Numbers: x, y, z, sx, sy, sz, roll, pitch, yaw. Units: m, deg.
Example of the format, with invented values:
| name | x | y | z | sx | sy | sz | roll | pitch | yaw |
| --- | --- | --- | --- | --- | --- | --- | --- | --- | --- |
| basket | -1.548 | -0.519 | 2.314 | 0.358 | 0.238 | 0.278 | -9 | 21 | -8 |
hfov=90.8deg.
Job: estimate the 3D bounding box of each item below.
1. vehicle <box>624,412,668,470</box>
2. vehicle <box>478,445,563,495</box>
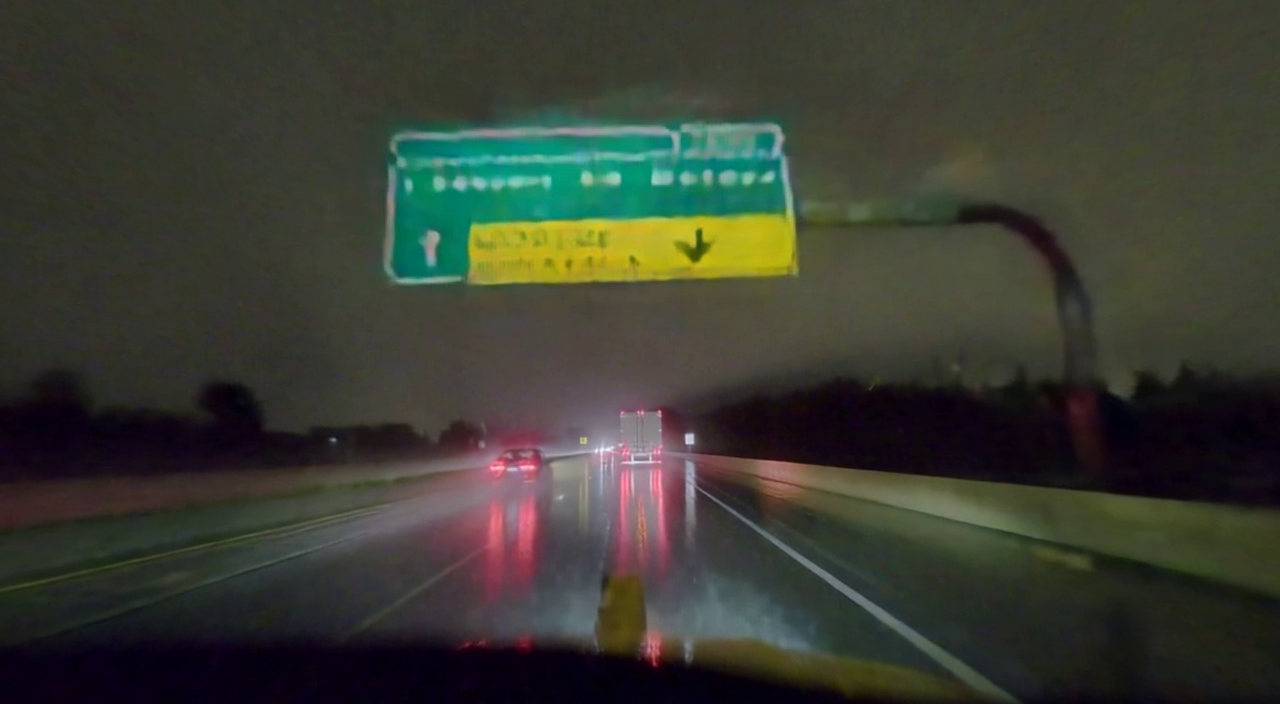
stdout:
| name | x | y | z | sx | sy | sz | roll | pitch | yaw |
| --- | --- | --- | --- | --- | --- | --- | --- | --- | --- |
| vehicle | 0.266 | 6.560 | 46.099 | 2.864 | 3.805 | 9.500 | 0 | -9 | -1 |
| vehicle | -4.029 | 4.052 | 22.062 | 2.053 | 1.523 | 4.450 | 0 | -9 | 0 |
